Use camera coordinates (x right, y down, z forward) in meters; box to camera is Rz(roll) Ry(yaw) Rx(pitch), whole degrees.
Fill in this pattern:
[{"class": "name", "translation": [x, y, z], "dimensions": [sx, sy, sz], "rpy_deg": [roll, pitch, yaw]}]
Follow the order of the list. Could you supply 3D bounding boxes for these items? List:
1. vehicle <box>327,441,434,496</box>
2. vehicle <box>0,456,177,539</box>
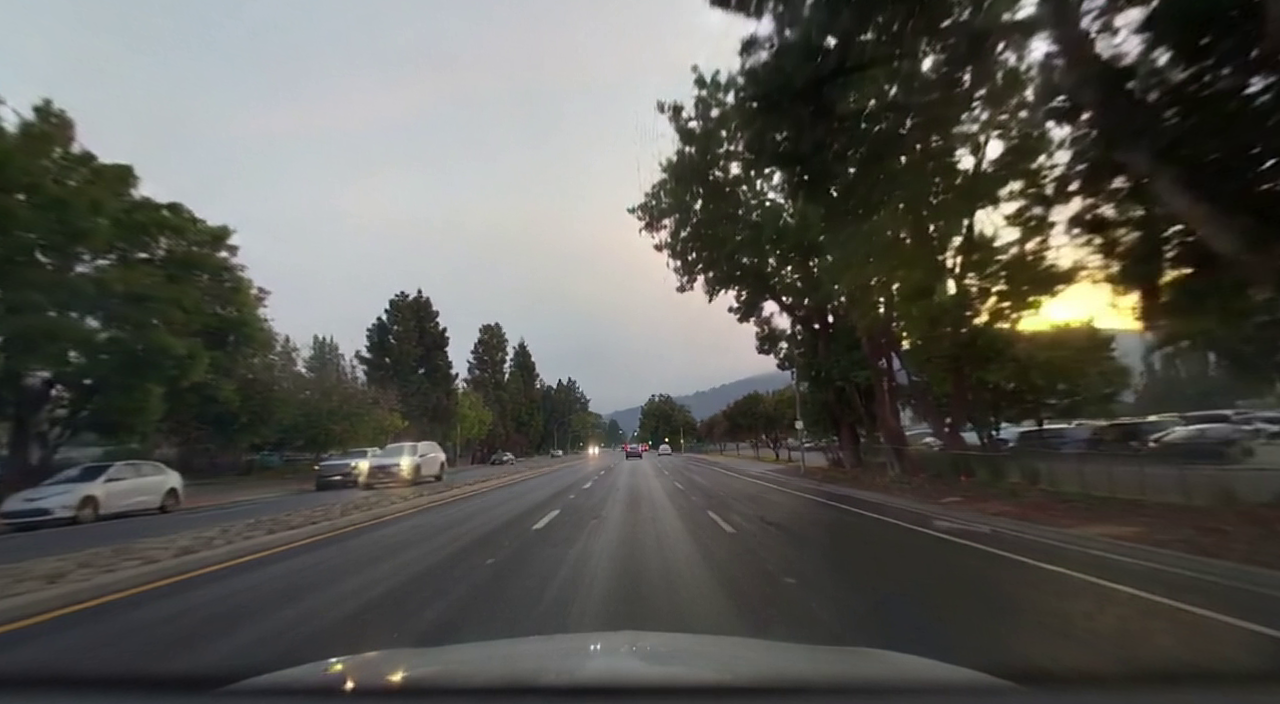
[{"class": "vehicle", "translation": [-9.958, 4.491, 24.810], "dimensions": [2.110, 1.811, 5.190], "rpy_deg": [-2, -9, -1]}, {"class": "vehicle", "translation": [-14.491, 3.644, 16.301], "dimensions": [2.054, 1.630, 4.211], "rpy_deg": [-4, -7, -3]}]
